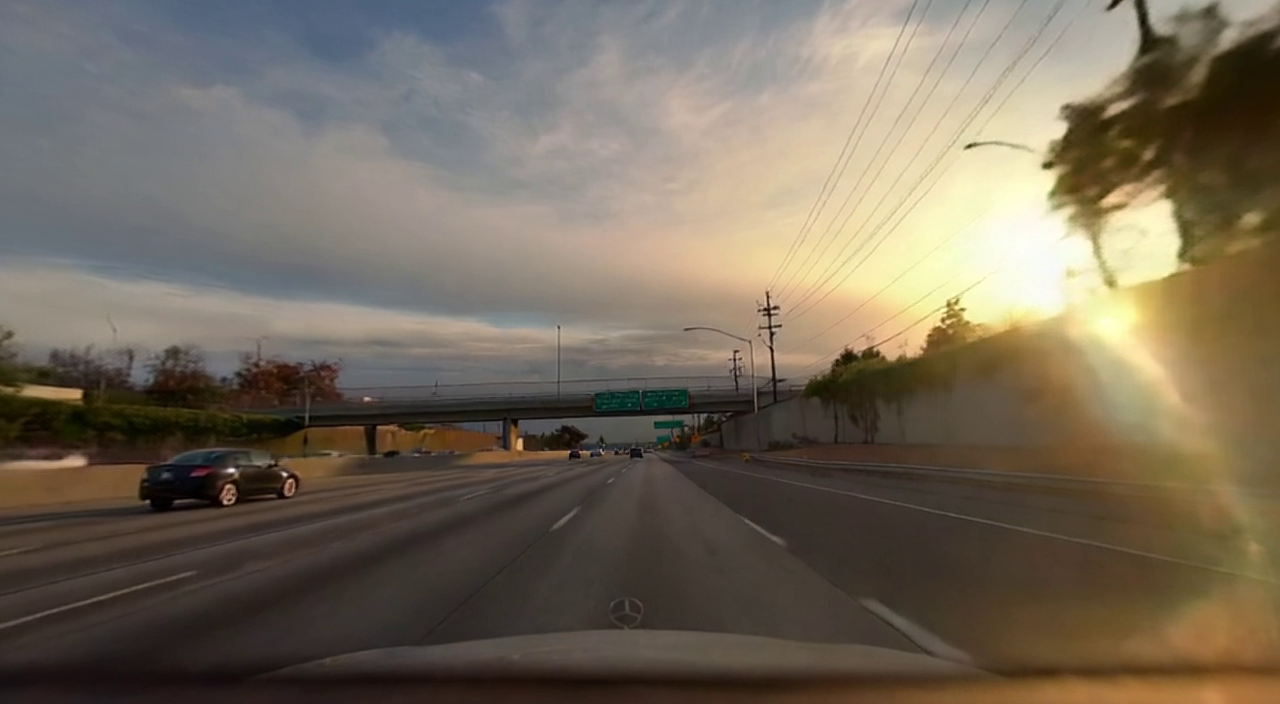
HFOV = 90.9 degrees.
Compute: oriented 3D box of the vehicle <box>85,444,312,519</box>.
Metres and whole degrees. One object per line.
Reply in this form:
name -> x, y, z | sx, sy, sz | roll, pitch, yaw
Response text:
vehicle -> -10.078, 2.931, 14.990 | 2.056, 1.476, 4.562 | -1, -8, 1
